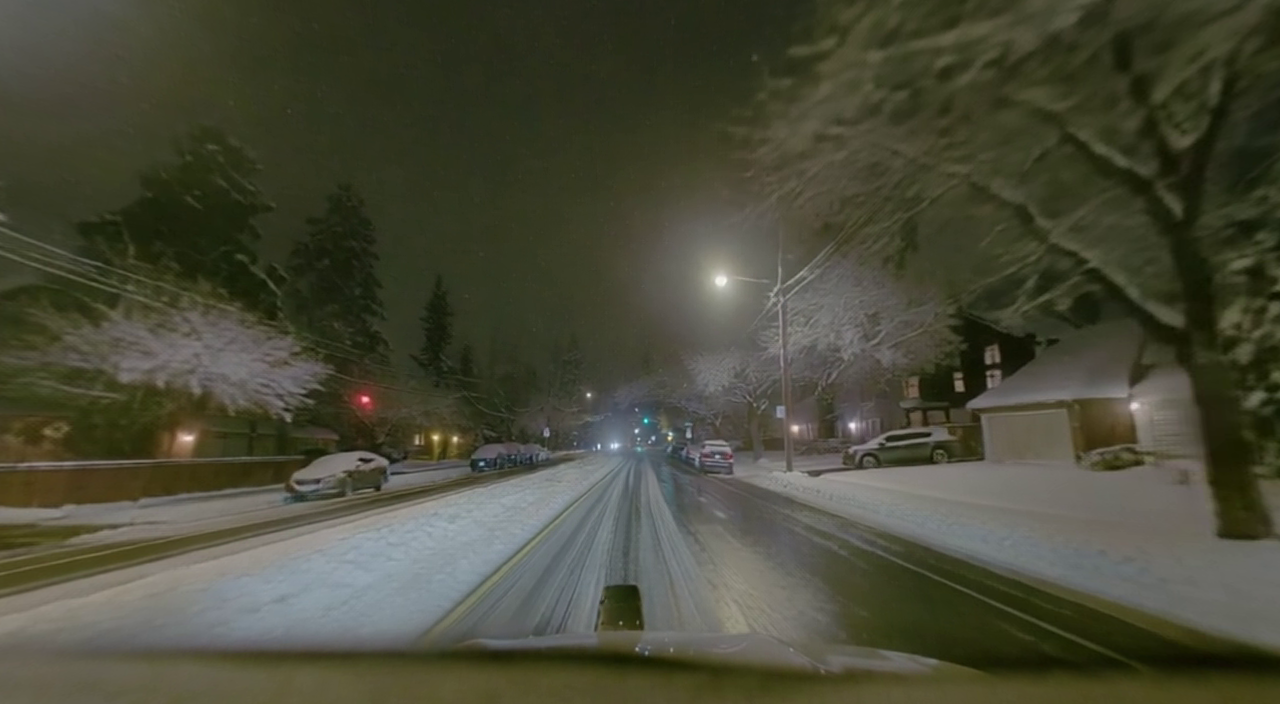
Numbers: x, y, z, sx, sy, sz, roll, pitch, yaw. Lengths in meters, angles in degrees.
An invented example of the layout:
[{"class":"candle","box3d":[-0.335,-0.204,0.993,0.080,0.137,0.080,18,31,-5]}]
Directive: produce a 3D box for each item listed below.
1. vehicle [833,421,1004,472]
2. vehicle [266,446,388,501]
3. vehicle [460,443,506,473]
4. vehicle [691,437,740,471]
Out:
[{"class":"vehicle","box3d":[12.463,4.274,28.679,6.619,1.884,2.225,-3,-9,0]},{"class":"vehicle","box3d":[-10.896,4.270,22.447,2.082,1.661,4.403,-2,-10,0]},{"class":"vehicle","box3d":[-10.881,7.428,44.238,2.117,1.865,4.570,-2,-10,-1]},{"class":"vehicle","box3d":[4.430,6.115,37.944,2.215,1.886,4.577,1,-8,-2]}]
